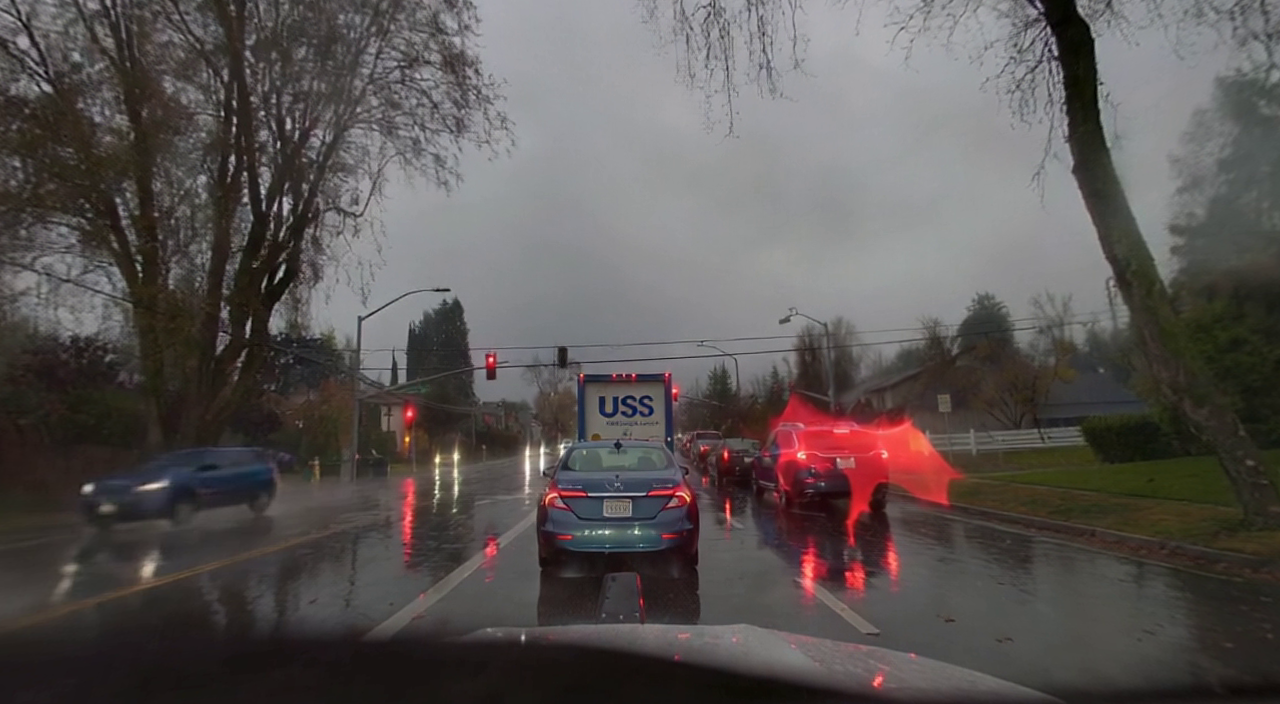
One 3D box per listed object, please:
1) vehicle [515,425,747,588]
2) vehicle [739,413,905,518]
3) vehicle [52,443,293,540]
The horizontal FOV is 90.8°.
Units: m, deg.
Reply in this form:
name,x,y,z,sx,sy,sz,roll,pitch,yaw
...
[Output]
name,x,y,z,sx,sy,sz,roll,pitch,yaw
vehicle,-0.137,1.732,7.986,2.135,1.483,4.207,0,-8,-2
vehicle,3.595,2.346,13.526,2.145,1.847,4.524,0,-8,-1
vehicle,-9.725,2.854,13.719,1.857,1.682,4.393,-2,-8,0
